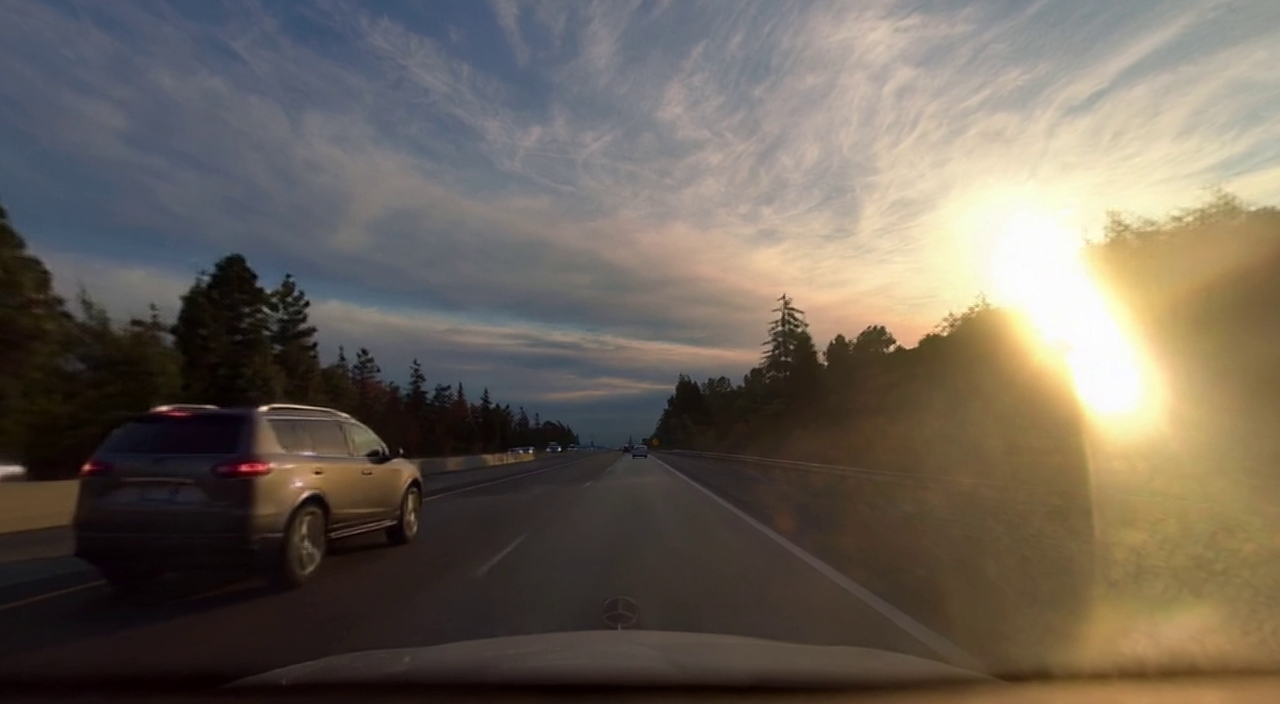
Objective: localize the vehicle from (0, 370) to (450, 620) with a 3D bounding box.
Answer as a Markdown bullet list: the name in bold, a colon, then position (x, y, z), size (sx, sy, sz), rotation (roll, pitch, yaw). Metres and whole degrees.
- **vehicle**: position (-3.924, 1.376, 6.845), size (2.292, 1.802, 4.481), rotation (0, -9, 0)
